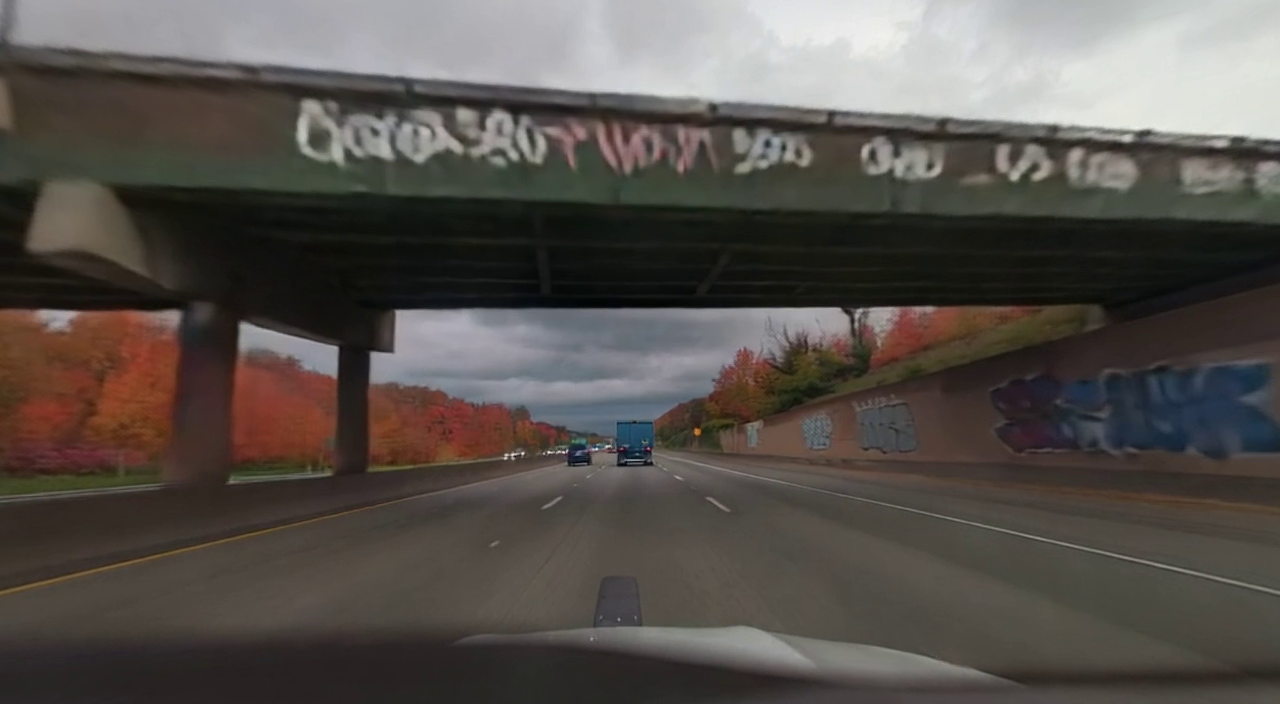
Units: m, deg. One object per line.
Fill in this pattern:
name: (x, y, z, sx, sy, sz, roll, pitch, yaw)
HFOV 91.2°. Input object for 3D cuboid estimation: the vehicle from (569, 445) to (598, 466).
vehicle: (-4.275, 7.938, 48.093, 1.892, 1.529, 3.996, 0, -9, -1)
